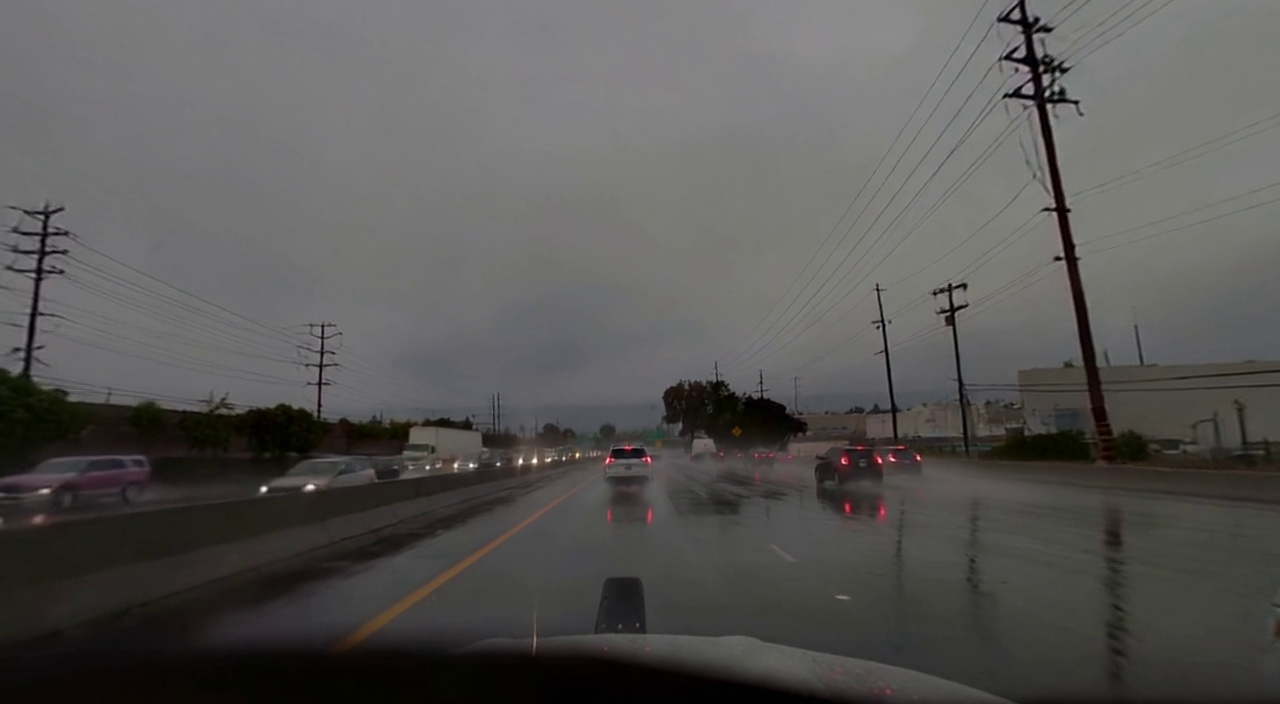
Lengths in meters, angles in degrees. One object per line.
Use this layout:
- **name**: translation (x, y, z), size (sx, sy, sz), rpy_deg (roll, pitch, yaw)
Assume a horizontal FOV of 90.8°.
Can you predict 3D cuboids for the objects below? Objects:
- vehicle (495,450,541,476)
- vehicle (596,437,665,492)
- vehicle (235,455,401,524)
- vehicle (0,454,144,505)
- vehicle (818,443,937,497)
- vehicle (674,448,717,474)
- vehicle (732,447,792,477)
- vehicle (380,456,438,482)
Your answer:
- **vehicle**: translation (-8.261, 7.543, 43.076), size (2.069, 1.613, 4.660), rpy_deg (0, -9, 2)
- **vehicle**: translation (-0.356, 4.117, 23.464), size (2.298, 1.809, 4.359), rpy_deg (0, -9, -1)
- **vehicle**: translation (-8.164, 3.492, 16.605), size (1.937, 1.477, 4.561), rpy_deg (0, -9, 0)
- **vehicle**: translation (-21.814, 4.827, 24.307), size (1.889, 1.708, 4.301), rpy_deg (0, -9, 0)
- **vehicle**: translation (7.159, 3.573, 19.593), size (1.958, 1.473, 4.201), rpy_deg (0, -9, -2)
- **vehicle**: translation (3.297, 6.578, 38.402), size (2.115, 1.481, 3.968), rpy_deg (0, -9, -2)
- **vehicle**: translation (6.288, 5.707, 33.110), size (1.934, 1.461, 4.368), rpy_deg (1, -9, -5)
- **vehicle**: translation (-14.876, 7.570, 41.046), size (1.924, 1.472, 4.767), rpy_deg (0, -9, 1)
